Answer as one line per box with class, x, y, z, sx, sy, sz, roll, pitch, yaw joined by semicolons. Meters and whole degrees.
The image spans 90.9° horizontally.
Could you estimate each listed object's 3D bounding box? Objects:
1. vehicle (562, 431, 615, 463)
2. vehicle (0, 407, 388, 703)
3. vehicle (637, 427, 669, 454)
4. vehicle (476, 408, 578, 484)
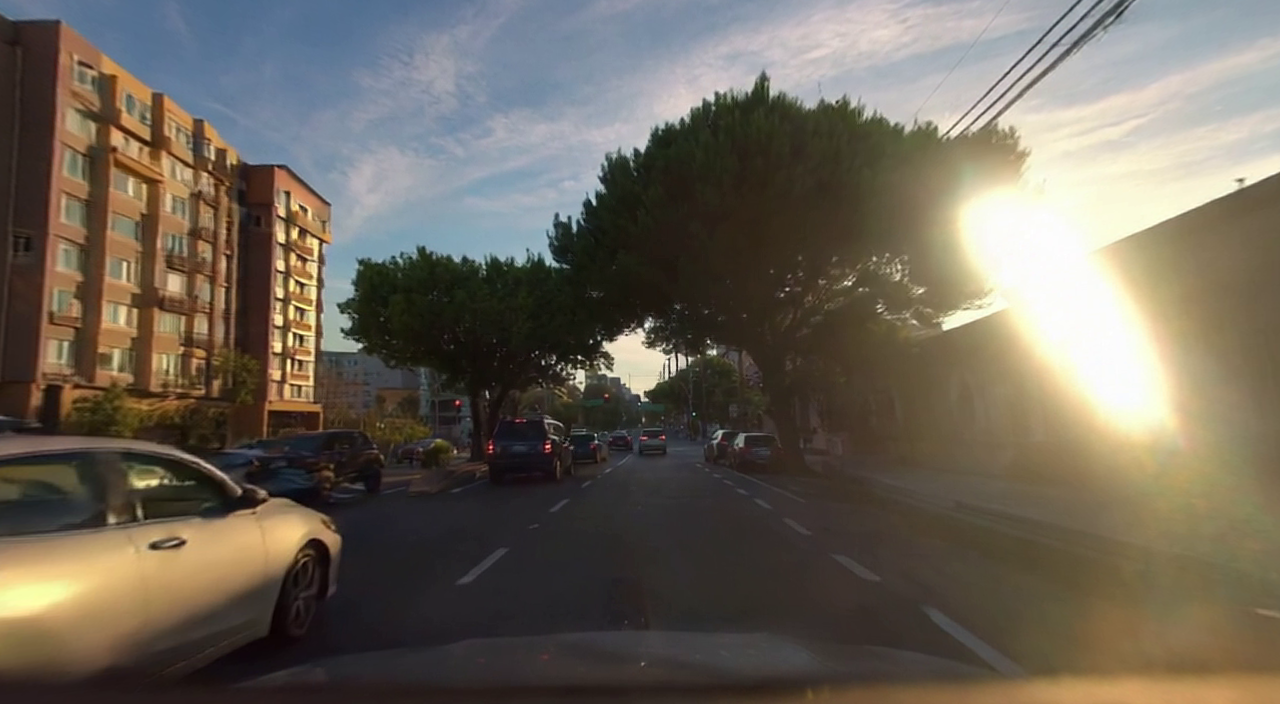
vehicle;-2.508;4.736;31.580;2.246;1.481;4.146;-1;-8;1
vehicle;-2.849;0.960;2.464;1.959;1.406;4.272;0;-8;0
vehicle;0.902;6.287;44.922;2.194;1.779;3.996;-1;-8;0
vehicle;-3.250;2.815;19.147;2.152;1.987;4.527;-1;-8;1
